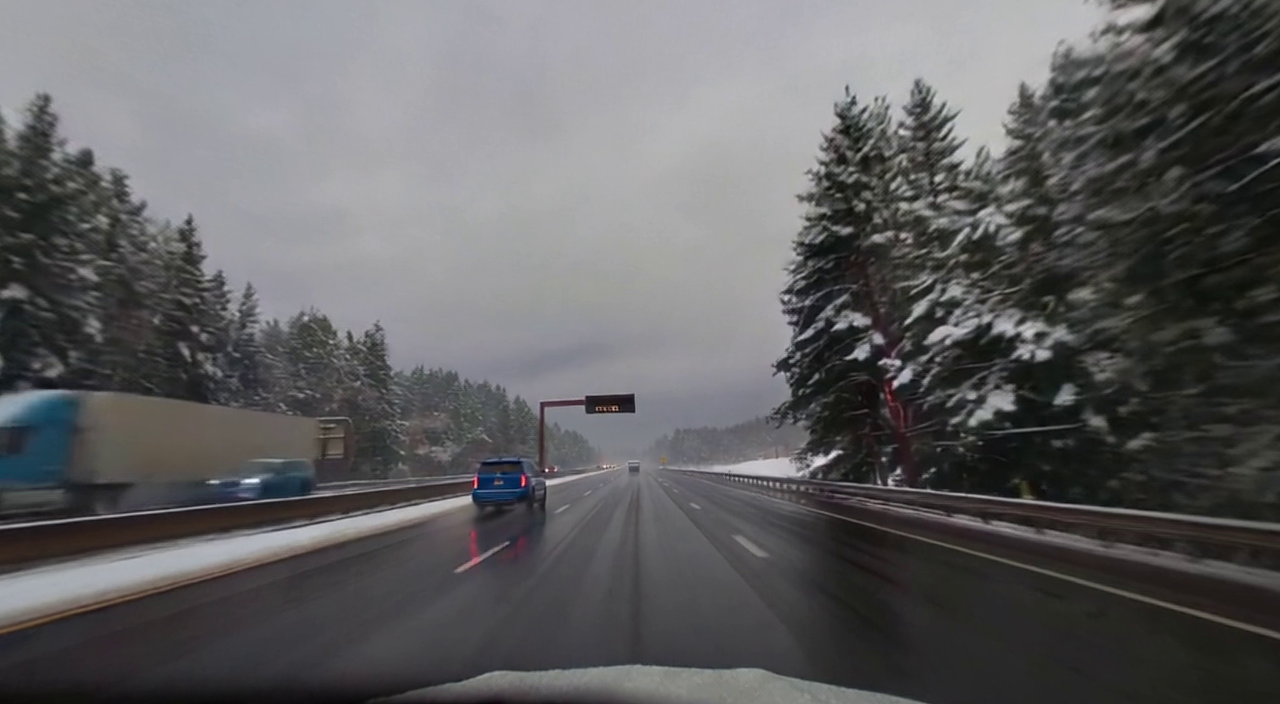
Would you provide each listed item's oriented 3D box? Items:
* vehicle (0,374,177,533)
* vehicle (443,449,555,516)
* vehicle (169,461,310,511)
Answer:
[{"bbox_3d":[-17.580,3.044,18.676,2.973,3.982,5.879,1,-10,-1],"label":"vehicle"},{"bbox_3d":[-3.684,3.534,17.361,2.081,1.586,4.245,0,-10,0],"label":"vehicle"},{"bbox_3d":[-13.500,4.532,21.651,1.863,1.508,4.498,1,-10,0],"label":"vehicle"}]
